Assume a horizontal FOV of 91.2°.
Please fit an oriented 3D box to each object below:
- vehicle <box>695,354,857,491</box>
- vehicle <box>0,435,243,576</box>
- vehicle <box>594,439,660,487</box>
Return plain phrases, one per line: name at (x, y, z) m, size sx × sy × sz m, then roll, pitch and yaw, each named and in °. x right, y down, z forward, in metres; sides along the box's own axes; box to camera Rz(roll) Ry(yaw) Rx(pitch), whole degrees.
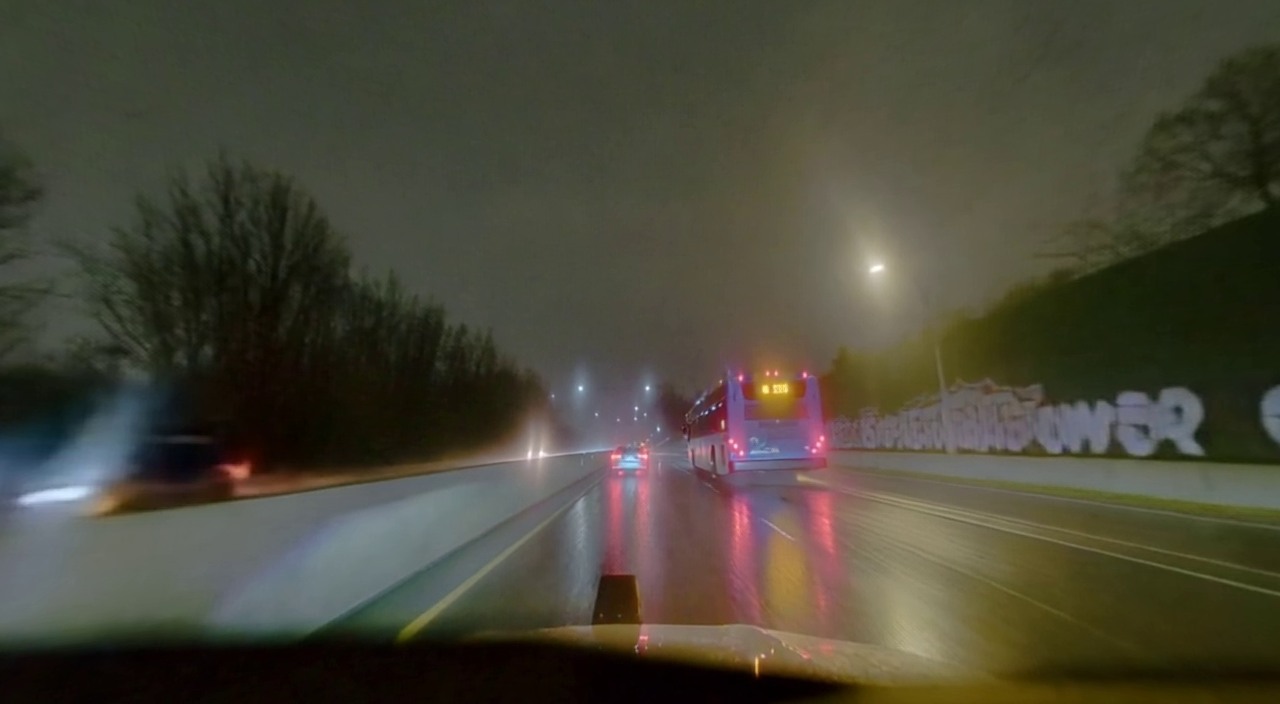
vehicle at (4.010, 2.753, 22.283) m, size 3.055 × 3.479 × 12.521 m, roll -1°, pitch -9°, yaw 1°
vehicle at (-8.557, 2.162, 9.577) m, size 2.064 × 1.648 × 4.371 m, roll -1°, pitch -9°, yaw 0°
vehicle at (-0.384, 3.983, 22.736) m, size 2.160 × 1.532 × 4.073 m, roll -1°, pitch -9°, yaw 1°
